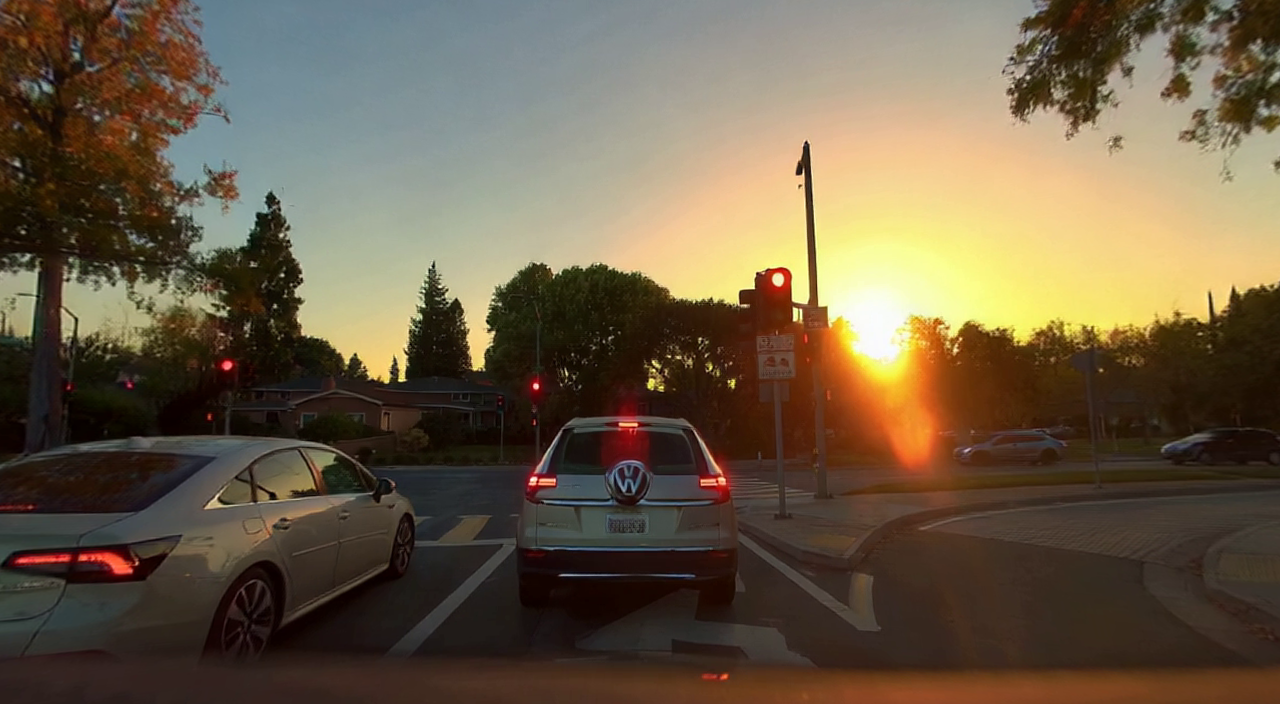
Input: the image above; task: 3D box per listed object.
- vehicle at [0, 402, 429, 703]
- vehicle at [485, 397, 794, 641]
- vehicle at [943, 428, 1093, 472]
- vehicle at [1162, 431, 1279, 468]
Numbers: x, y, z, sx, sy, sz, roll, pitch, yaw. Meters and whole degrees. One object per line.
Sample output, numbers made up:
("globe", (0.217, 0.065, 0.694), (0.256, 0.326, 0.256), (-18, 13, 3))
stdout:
("vehicle", (-3.294, 1.269, 4.693), (2.035, 1.492, 4.415), (0, -9, -2))
("vehicle", (-0.147, 1.470, 6.564), (2.154, 1.670, 4.140), (1, -9, -5))
("vehicle", (15.679, 4.093, 26.489), (4.887, 1.769, 2.035), (-1, -9, 6))
("vehicle", (27.030, 4.424, 28.730), (4.639, 1.621, 1.867), (-1, -9, 7))
